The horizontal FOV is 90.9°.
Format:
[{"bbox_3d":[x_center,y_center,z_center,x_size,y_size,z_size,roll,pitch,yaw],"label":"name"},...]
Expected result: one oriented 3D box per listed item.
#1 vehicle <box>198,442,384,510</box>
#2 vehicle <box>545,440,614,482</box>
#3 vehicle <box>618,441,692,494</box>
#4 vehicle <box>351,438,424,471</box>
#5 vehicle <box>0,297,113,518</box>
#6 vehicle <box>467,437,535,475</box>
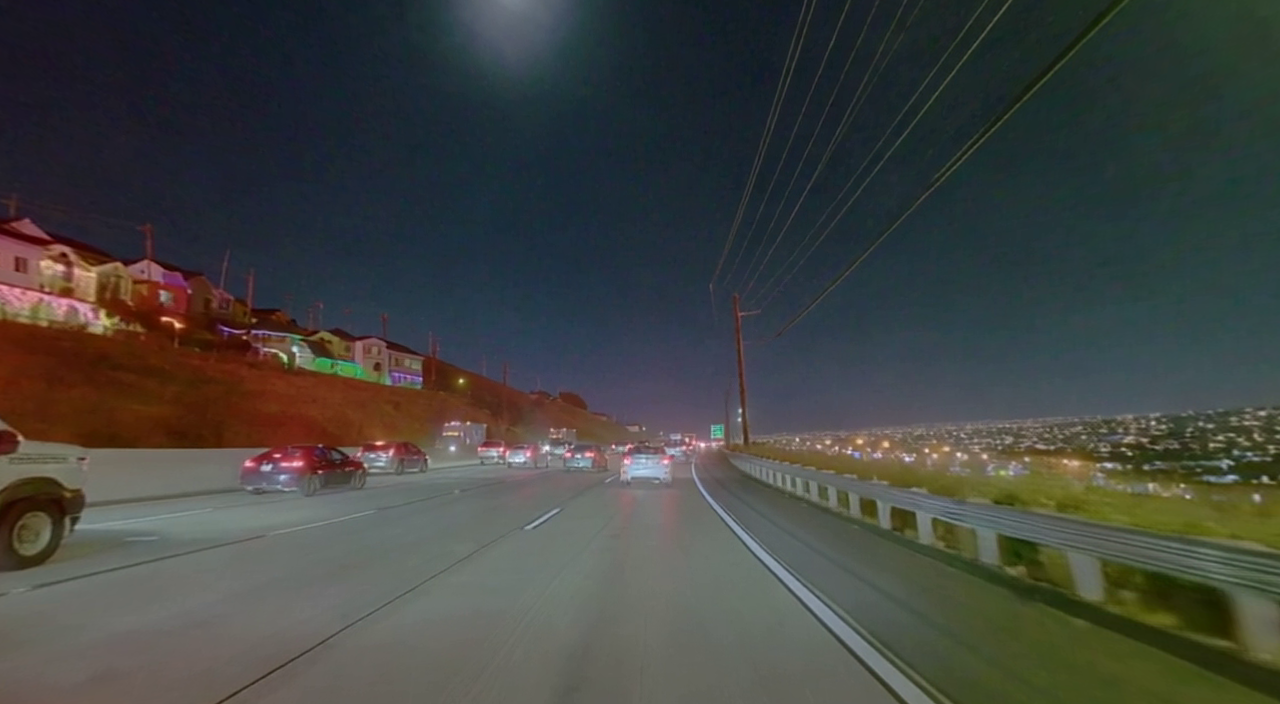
[{"bbox_3d":[-8.663,3.072,16.237,1.959,1.469,4.450,-1,-8,5],"label":"vehicle"},{"bbox_3d":[-2.465,4.597,26.982,2.121,1.639,4.383,-1,-8,5],"label":"vehicle"},{"bbox_3d":[0.552,3.570,19.904,2.109,1.495,3.935,-1,-8,4],"label":"vehicle"},{"bbox_3d":[-14.668,5.999,36.979,2.020,1.790,4.563,-1,-8,5],"label":"vehicle"},{"bbox_3d":[-13.609,0.531,8.235,3.161,4.024,11.136,-1,-8,4],"label":"vehicle"},{"bbox_3d":[-7.160,5.388,32.988,2.080,1.833,4.461,-1,-8,6],"label":"vehicle"}]
